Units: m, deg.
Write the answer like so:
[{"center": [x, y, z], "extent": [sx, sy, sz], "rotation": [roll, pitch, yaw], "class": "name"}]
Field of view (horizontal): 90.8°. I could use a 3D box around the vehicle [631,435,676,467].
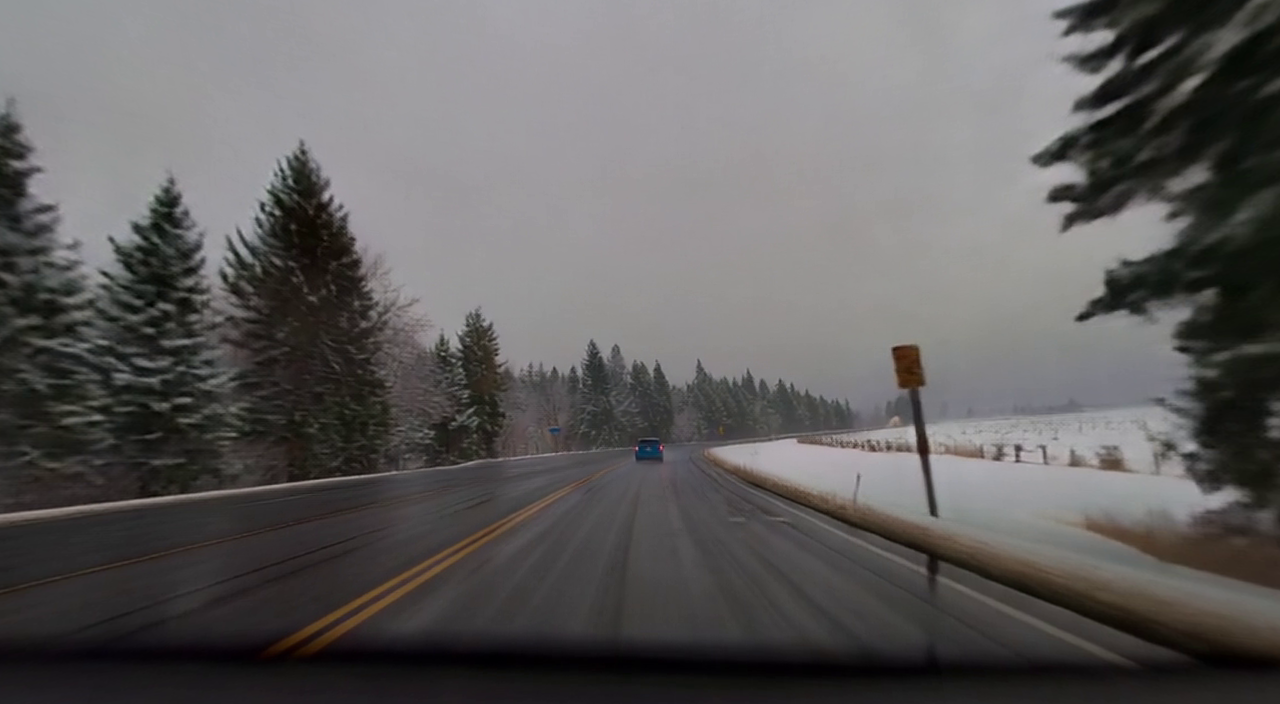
[{"center": [0.816, 5.592, 35.712], "extent": [2.294, 1.708, 4.110], "rotation": [-1, -9, 4], "class": "vehicle"}]
